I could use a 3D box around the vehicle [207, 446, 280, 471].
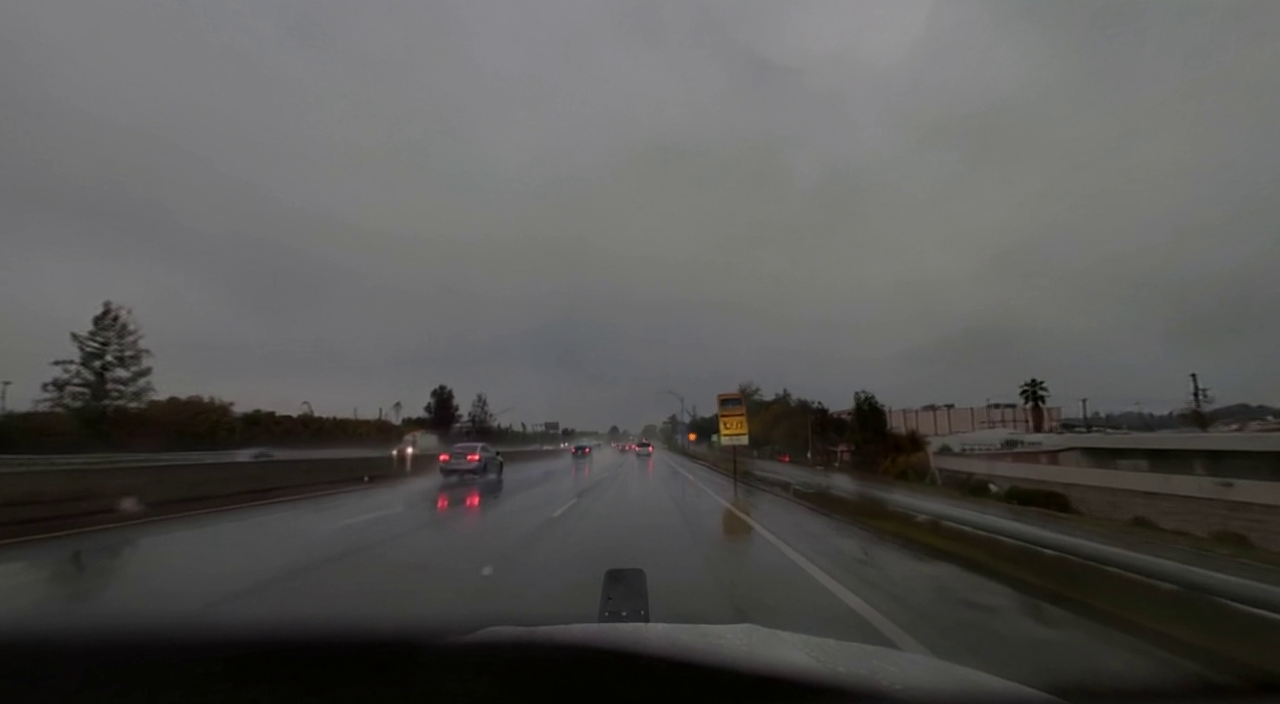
[{"bbox_3d":[-28.309,7.591,45.226,1.962,1.595,4.953,0,-8,1],"label":"vehicle"}]

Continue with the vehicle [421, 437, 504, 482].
[{"bbox_3d":[-7.167,4.371,26.040,2.088,1.678,4.426,0,-8,1],"label":"vehicle"}]
